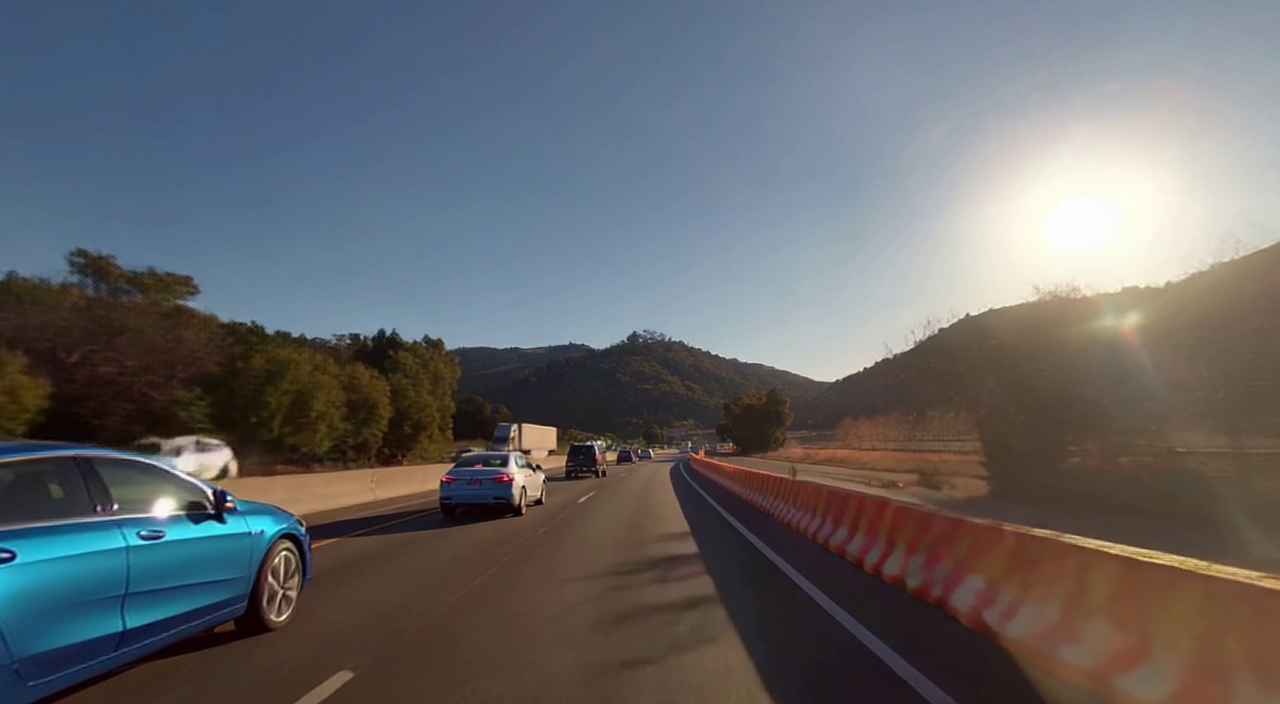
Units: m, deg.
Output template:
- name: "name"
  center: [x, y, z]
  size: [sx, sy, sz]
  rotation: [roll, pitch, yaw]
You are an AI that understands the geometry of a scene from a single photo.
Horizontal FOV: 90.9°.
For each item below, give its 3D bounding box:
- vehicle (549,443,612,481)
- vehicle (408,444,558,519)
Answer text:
- name: "vehicle"
  center: [-2.410, 4.626, 26.729]
  size: [2.094, 1.480, 4.124]
  rotation: [0, -9, 2]
- name: "vehicle"
  center: [-3.078, 2.639, 13.307]
  size: [2.061, 1.330, 3.928]
  rotation: [0, -9, 2]
